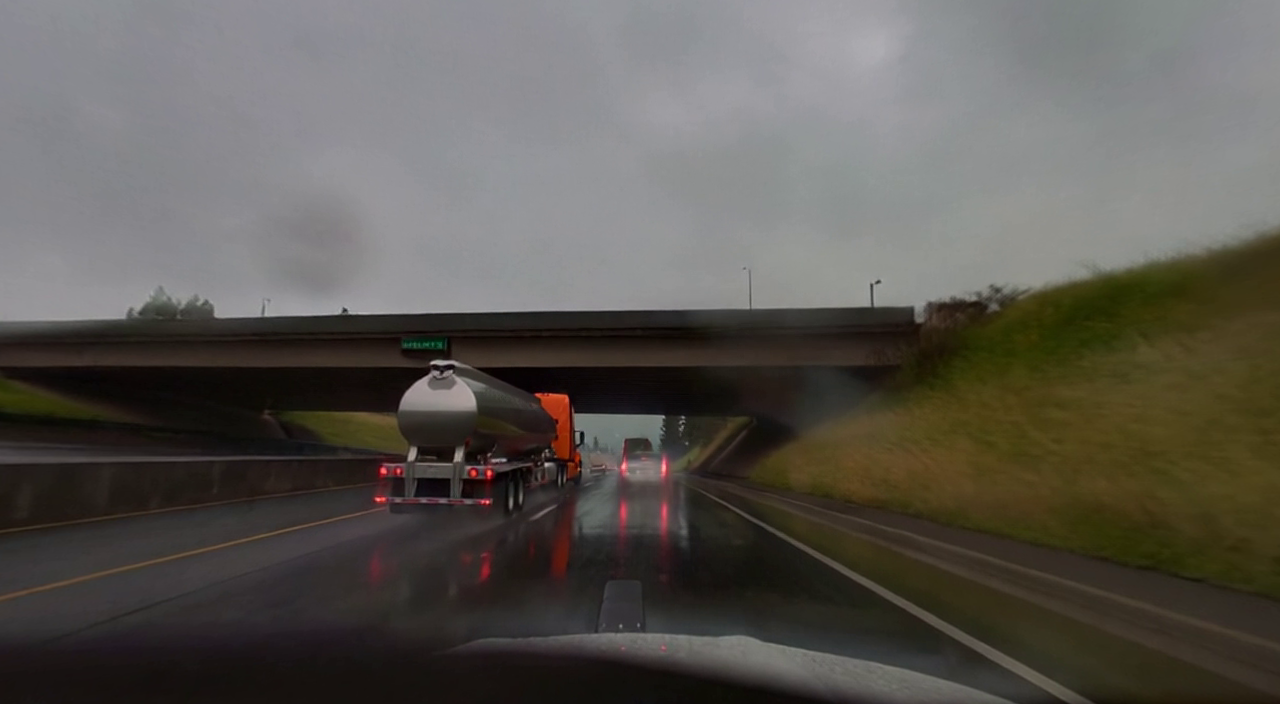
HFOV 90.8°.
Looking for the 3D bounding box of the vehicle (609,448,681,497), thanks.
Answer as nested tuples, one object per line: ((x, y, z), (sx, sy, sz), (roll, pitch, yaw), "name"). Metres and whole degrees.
((0.113, 4.016, 21.544), (2.215, 1.481, 4.246), (0, -9, -1), "vehicle")

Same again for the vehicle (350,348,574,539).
((-4.073, 2.777, 19.178), (2.896, 3.563, 14.643), (0, -9, -1), "vehicle")
